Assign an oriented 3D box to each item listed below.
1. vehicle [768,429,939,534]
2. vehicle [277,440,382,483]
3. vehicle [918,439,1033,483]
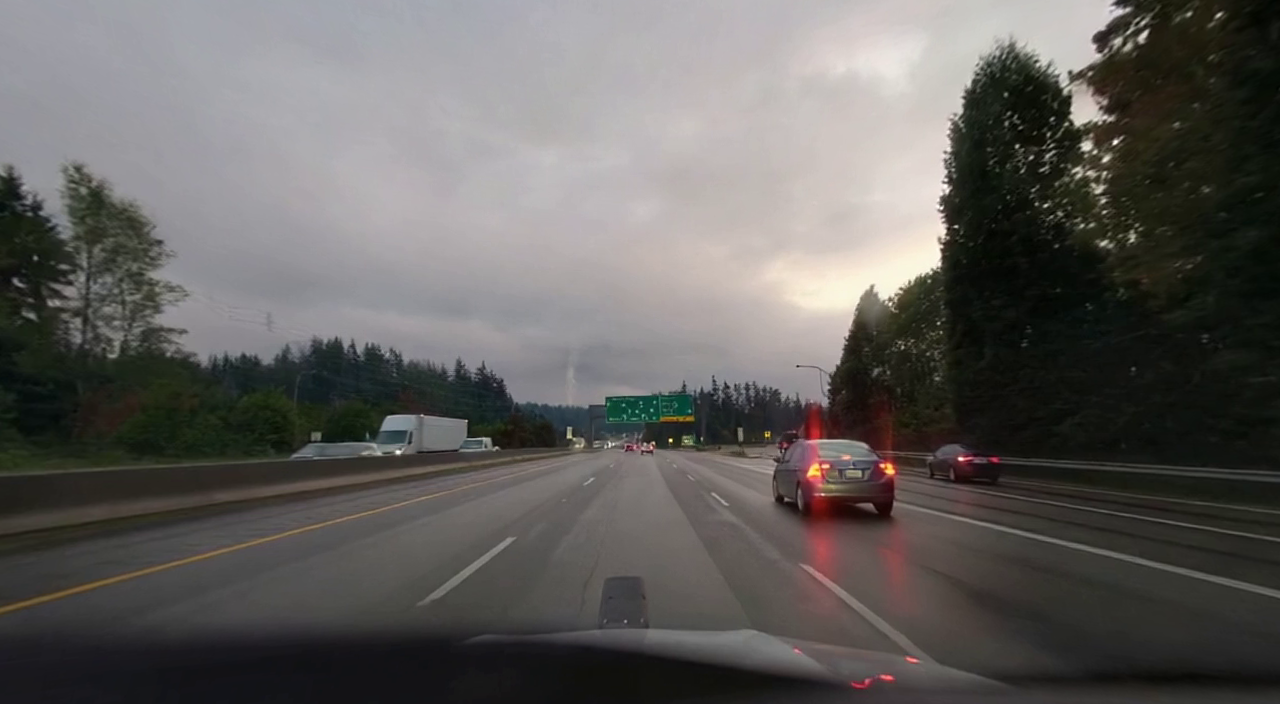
[{"bbox_3d":[3.670,2.271,11.664,1.909,1.599,3.943,0,-8,2],"label":"vehicle"},{"bbox_3d":[-12.153,4.292,25.003,1.901,1.535,4.350,0,-8,1],"label":"vehicle"},{"bbox_3d":[12.068,3.930,23.042,2.002,1.445,4.637,-1,-8,5],"label":"vehicle"}]
